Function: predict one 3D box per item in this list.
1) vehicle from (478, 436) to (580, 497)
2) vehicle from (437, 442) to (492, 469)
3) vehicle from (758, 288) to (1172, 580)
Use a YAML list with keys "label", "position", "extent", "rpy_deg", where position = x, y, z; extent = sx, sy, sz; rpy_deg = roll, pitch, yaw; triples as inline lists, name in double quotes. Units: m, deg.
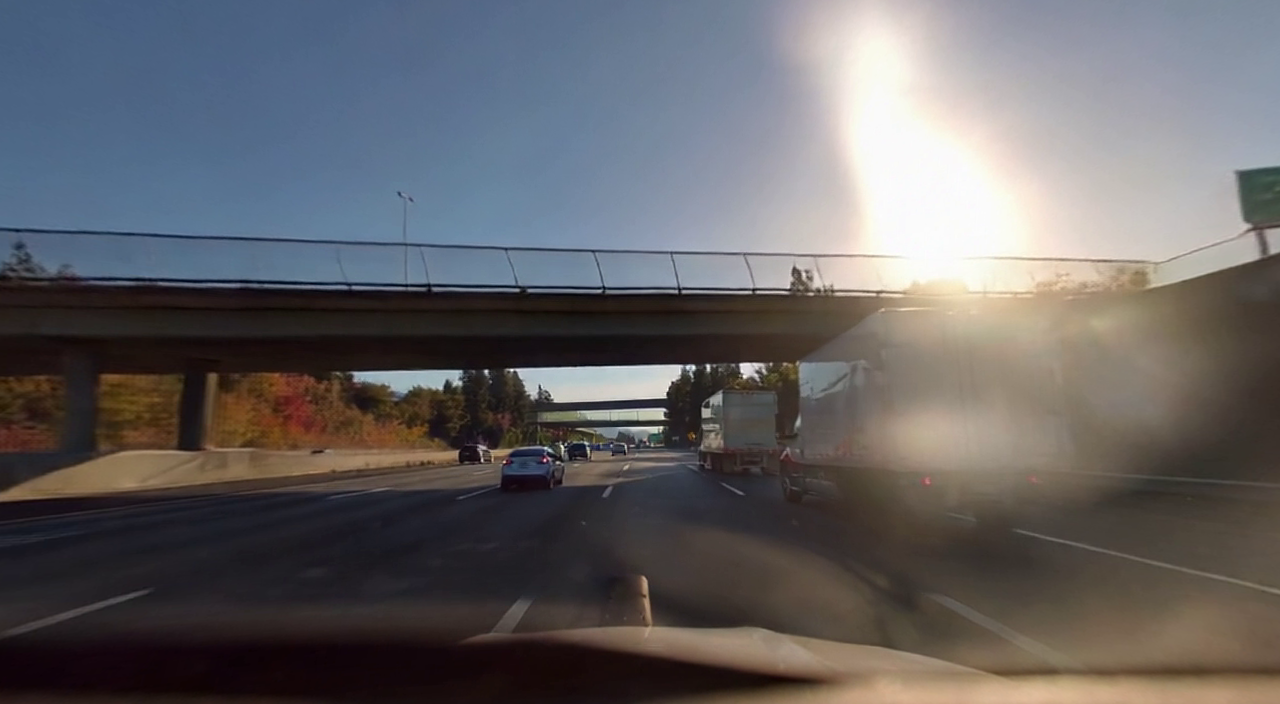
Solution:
- label: "vehicle"
  position: [-2.909, 3.103, 17.543]
  extent: [1.981, 1.473, 4.317]
  rpy_deg: [0, -8, 1]
- label: "vehicle"
  position: [-10.226, 6.024, 37.078]
  extent: [1.899, 1.465, 4.589]
  rpy_deg: [0, -8, 1]
- label: "vehicle"
  position: [4.032, 1.328, 10.185]
  extent: [2.732, 3.052, 7.118]
  rpy_deg: [0, -8, -1]
